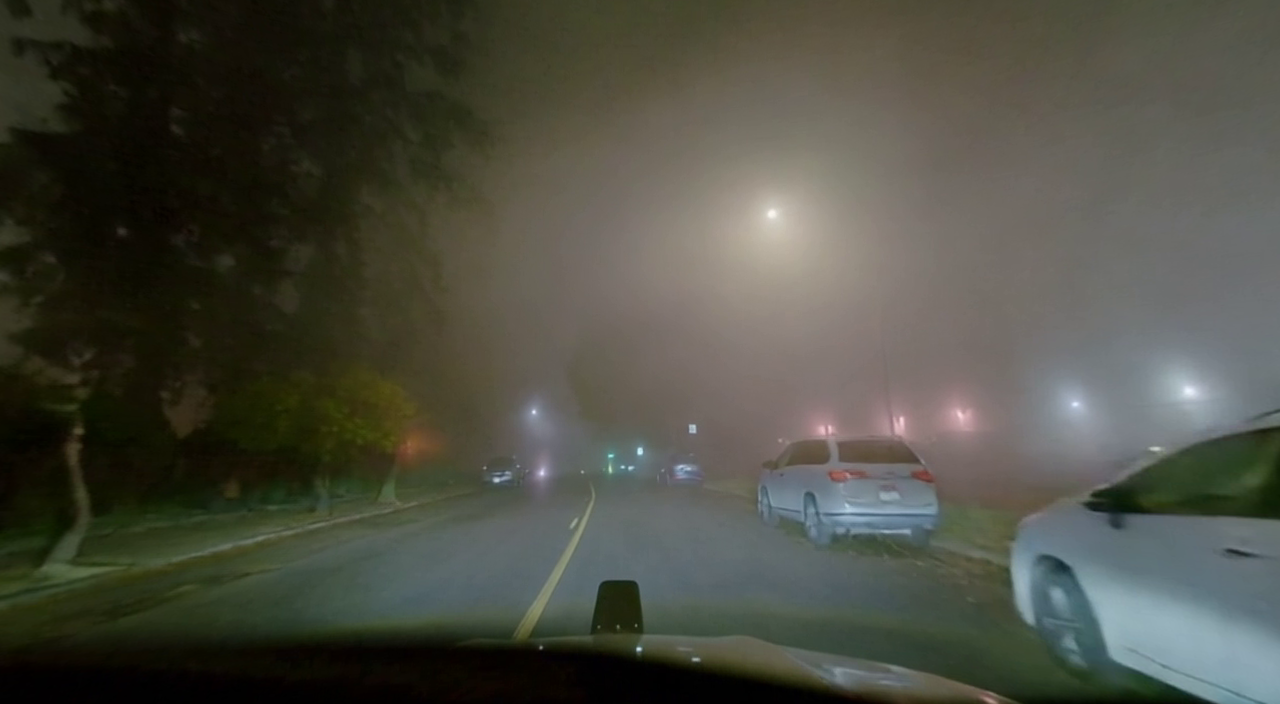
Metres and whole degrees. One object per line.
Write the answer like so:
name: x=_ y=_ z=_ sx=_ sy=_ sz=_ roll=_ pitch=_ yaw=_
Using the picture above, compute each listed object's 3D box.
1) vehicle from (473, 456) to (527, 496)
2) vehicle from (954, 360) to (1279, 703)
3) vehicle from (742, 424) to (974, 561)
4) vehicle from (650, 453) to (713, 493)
vehicle: x=-6.885 y=6.110 z=31.492 sx=2.051 sy=1.575 sz=4.581 roll=-2 pitch=-7 yaw=-5
vehicle: x=3.467 y=0.910 z=2.614 sx=1.970 sy=1.709 sz=4.568 roll=-1 pitch=-9 yaw=0
vehicle: x=3.270 y=2.208 z=10.754 sx=1.990 sy=1.753 sz=4.783 roll=0 pitch=-9 yaw=-3
vehicle: x=1.893 y=5.784 z=30.564 sx=2.163 sy=1.742 sz=4.239 roll=1 pitch=-9 yaw=-8
